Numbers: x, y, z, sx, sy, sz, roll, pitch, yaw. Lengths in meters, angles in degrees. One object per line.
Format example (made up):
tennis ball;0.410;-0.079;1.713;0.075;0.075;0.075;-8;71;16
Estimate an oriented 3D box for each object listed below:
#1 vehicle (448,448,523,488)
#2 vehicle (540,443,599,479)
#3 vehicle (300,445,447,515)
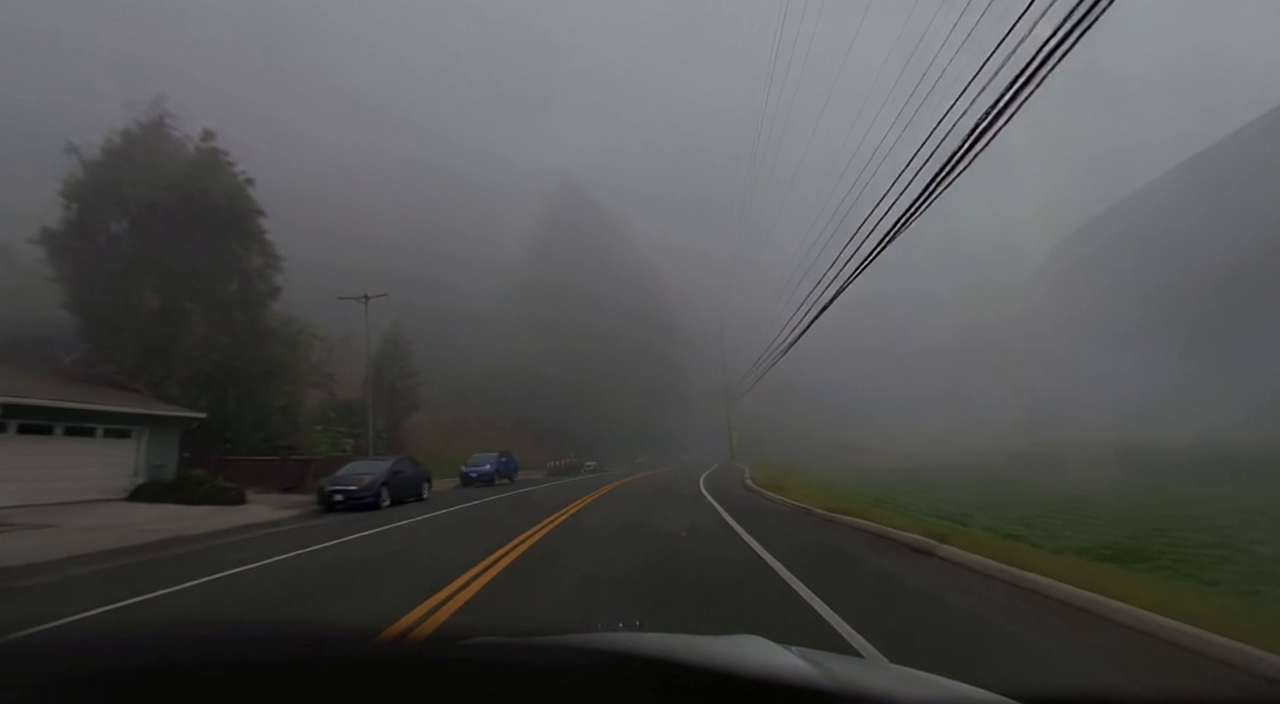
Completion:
vehicle;-6.430;4.956;26.751;1.927;1.542;3.886;-2;-12;4
vehicle;-4.396;6.913;40.243;2.295;1.989;5.055;-5;-10;9
vehicle;-7.093;3.509;17.435;1.840;1.523;4.333;3;-11;4
